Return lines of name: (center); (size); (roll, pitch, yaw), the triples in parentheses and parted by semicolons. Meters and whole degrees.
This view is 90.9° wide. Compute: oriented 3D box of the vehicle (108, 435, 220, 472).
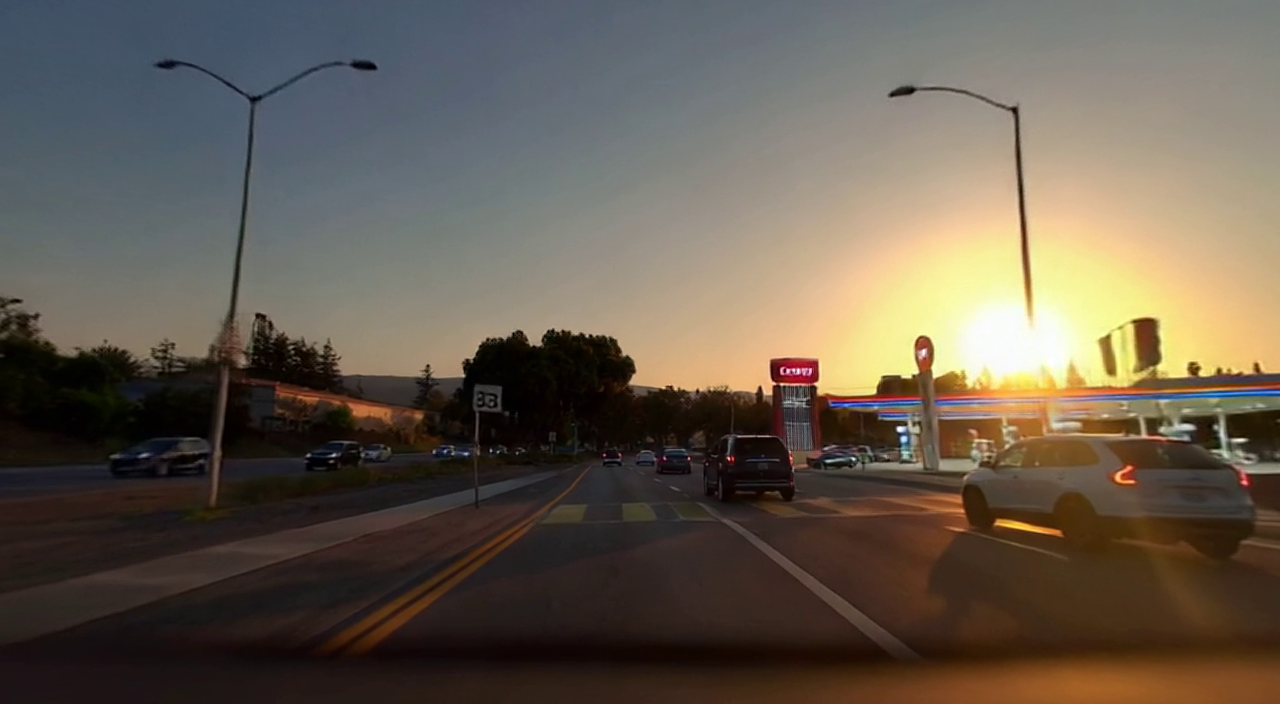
vehicle: (-22.504, 4.806, 30.049); (1.872, 1.620, 4.343); (0, -8, 1)

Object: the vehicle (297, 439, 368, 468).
vehicle: (-19.020, 6.297, 39.234); (2.081, 1.654, 4.576); (0, -8, 0)

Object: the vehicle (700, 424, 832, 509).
vehicle: (2.928, 2.792, 15.864); (2.184, 1.777, 4.712); (0, -8, -2)

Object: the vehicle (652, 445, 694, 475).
vehicle: (1.862, 6.201, 36.598); (2.012, 1.612, 4.114); (0, -8, -3)

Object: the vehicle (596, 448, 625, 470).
vehicle: (-2.184, 8.037, 47.623); (2.107, 1.527, 4.174); (0, -8, -2)

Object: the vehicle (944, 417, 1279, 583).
vehicle: (6.103, 1.760, 8.365); (1.881, 1.604, 4.289); (0, -8, -1)
